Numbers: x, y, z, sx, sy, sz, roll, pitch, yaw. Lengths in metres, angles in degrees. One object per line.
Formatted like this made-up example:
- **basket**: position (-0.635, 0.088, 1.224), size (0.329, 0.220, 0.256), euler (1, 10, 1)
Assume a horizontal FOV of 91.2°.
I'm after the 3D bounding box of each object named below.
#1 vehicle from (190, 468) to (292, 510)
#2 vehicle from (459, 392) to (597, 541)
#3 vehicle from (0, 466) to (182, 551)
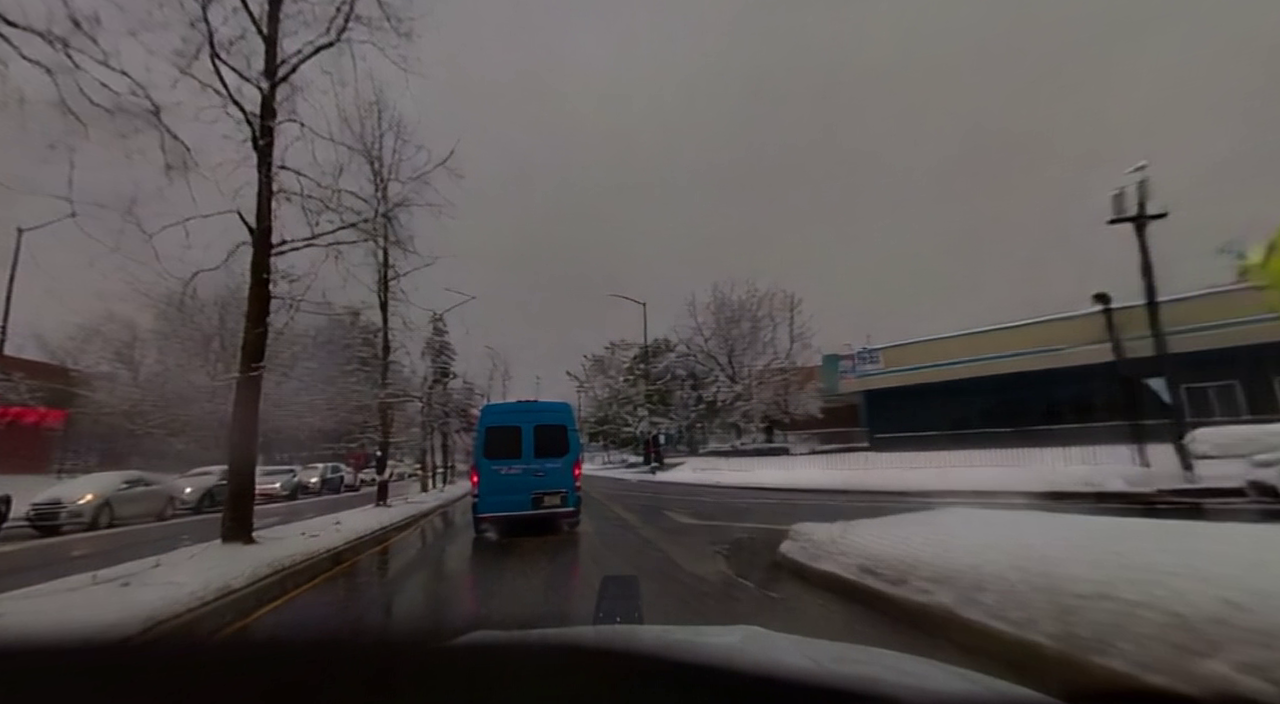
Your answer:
- **vehicle**: position (-18.936, 6.483, 30.016), size (1.938, 1.688, 4.523), euler (0, -9, -1)
- **vehicle**: position (-2.549, 2.471, 14.171), size (2.432, 2.624, 5.670), euler (1, -9, -11)
- **vehicle**: position (-14.677, 4.120, 17.080), size (2.114, 1.668, 3.747), euler (-5, -8, -10)
